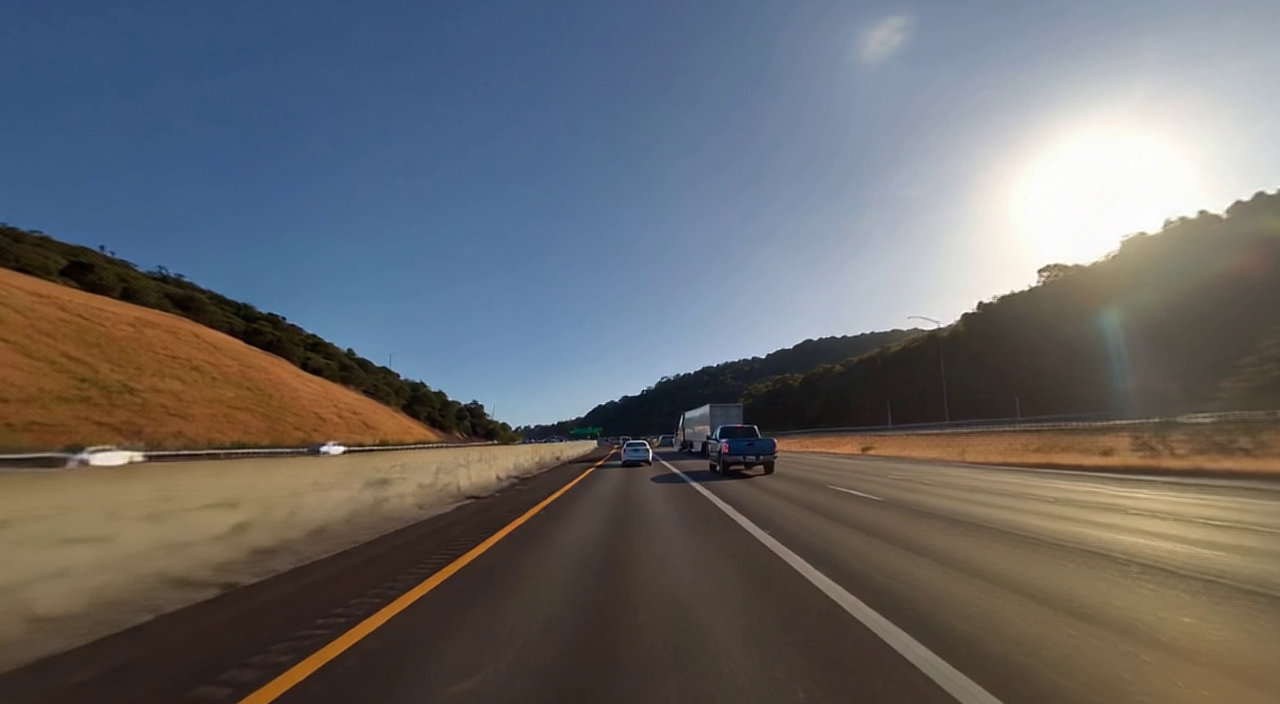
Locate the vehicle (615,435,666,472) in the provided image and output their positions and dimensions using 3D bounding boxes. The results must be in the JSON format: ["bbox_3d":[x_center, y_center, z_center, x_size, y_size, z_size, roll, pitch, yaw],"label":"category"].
[{"bbox_3d":[-0.008,4.404,27.667,2.083,1.477,3.965,0,-8,-1],"label":"vehicle"}]

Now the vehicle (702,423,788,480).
[{"bbox_3d":[3.553,3.490,22.348,2.098,1.794,4.561,0,-9,-2],"label":"vehicle"}]
